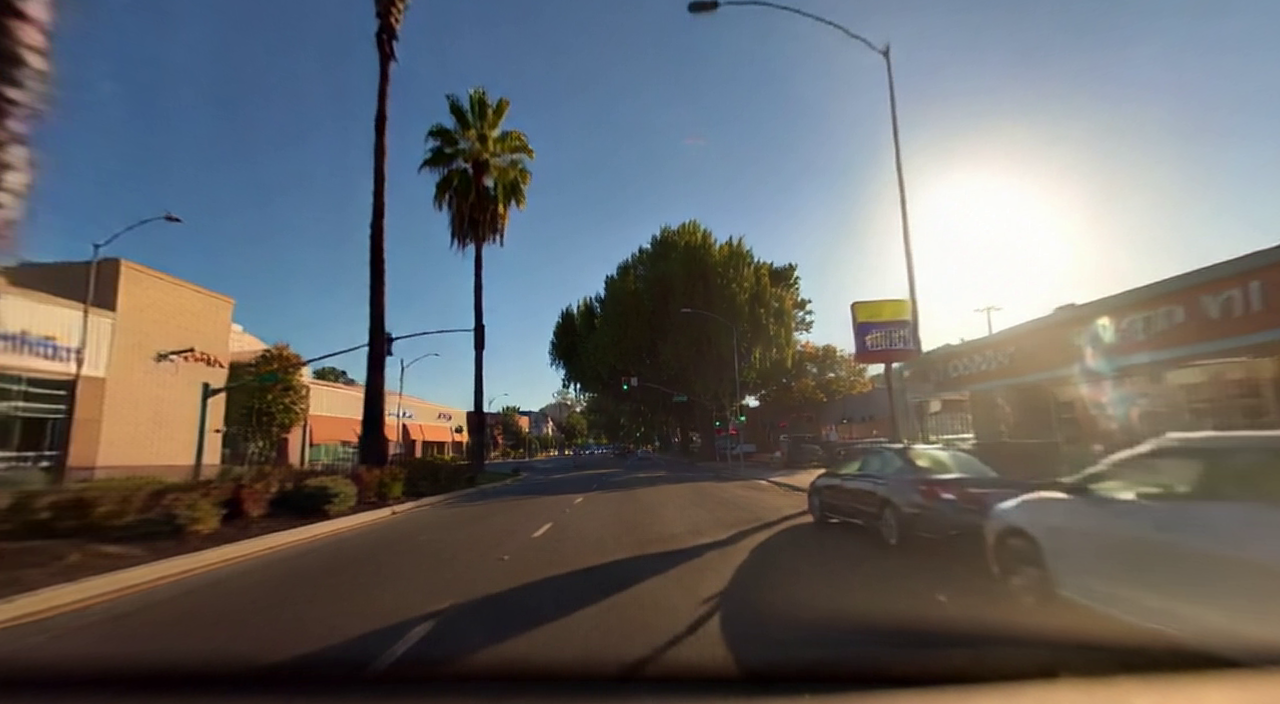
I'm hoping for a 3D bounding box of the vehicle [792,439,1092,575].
[{"bbox_3d":[4.031,2.093,9.535,2.047,1.491,4.634,1,-7,-3],"label":"vehicle"}]

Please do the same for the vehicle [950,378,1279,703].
[{"bbox_3d":[4.027,1.056,3.481,2.089,1.652,4.668,1,-9,-2],"label":"vehicle"}]
